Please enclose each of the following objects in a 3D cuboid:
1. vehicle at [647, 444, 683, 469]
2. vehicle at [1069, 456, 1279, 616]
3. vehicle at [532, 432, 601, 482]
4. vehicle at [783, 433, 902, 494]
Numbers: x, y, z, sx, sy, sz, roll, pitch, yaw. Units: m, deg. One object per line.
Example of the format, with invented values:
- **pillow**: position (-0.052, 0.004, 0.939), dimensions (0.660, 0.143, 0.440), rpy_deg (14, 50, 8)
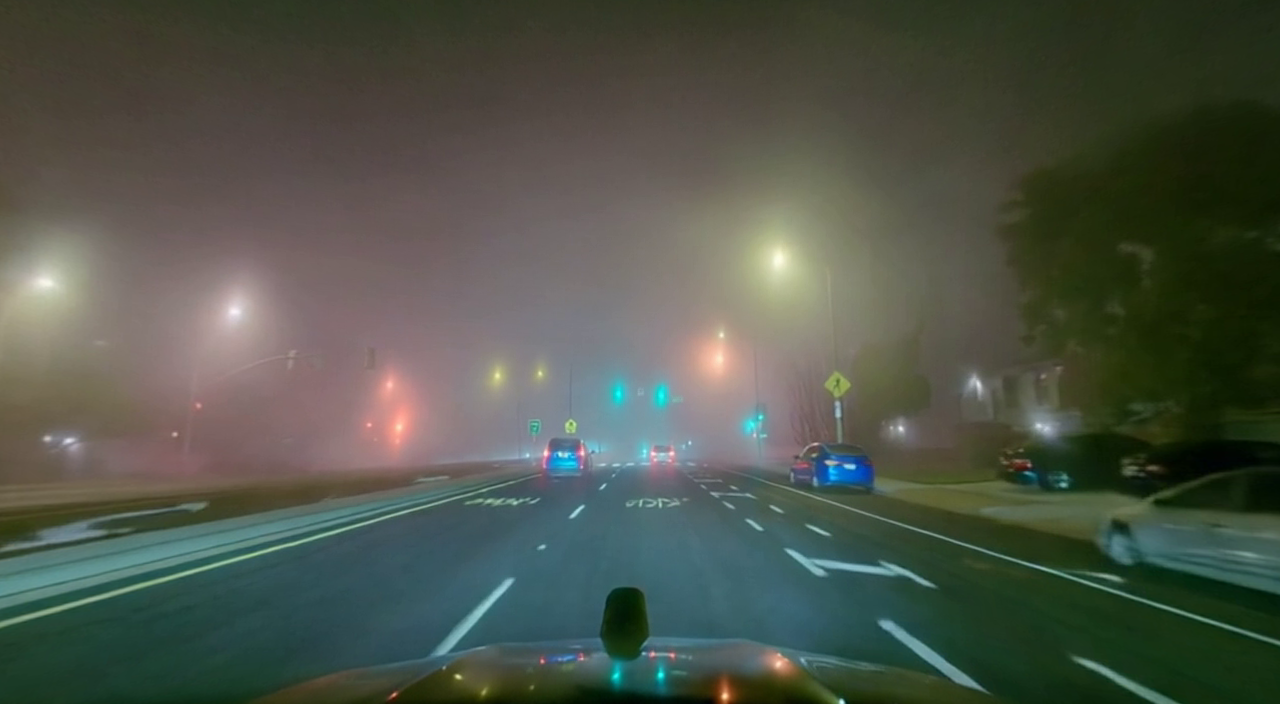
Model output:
- **vehicle**: position (1.496, 6.514, 39.537), dimensions (2.075, 1.480, 3.920), rpy_deg (0, -8, 0)
- **vehicle**: position (6.126, 1.608, 5.701), dimensions (1.784, 1.253, 3.905), rpy_deg (0, -8, 1)
- **vehicle**: position (-2.863, 4.228, 25.600), dimensions (2.150, 1.812, 4.423), rpy_deg (0, -8, 1)
- **vehicle**: position (6.273, 3.519, 20.254), dimensions (2.038, 1.687, 4.985), rpy_deg (0, -8, -2)
